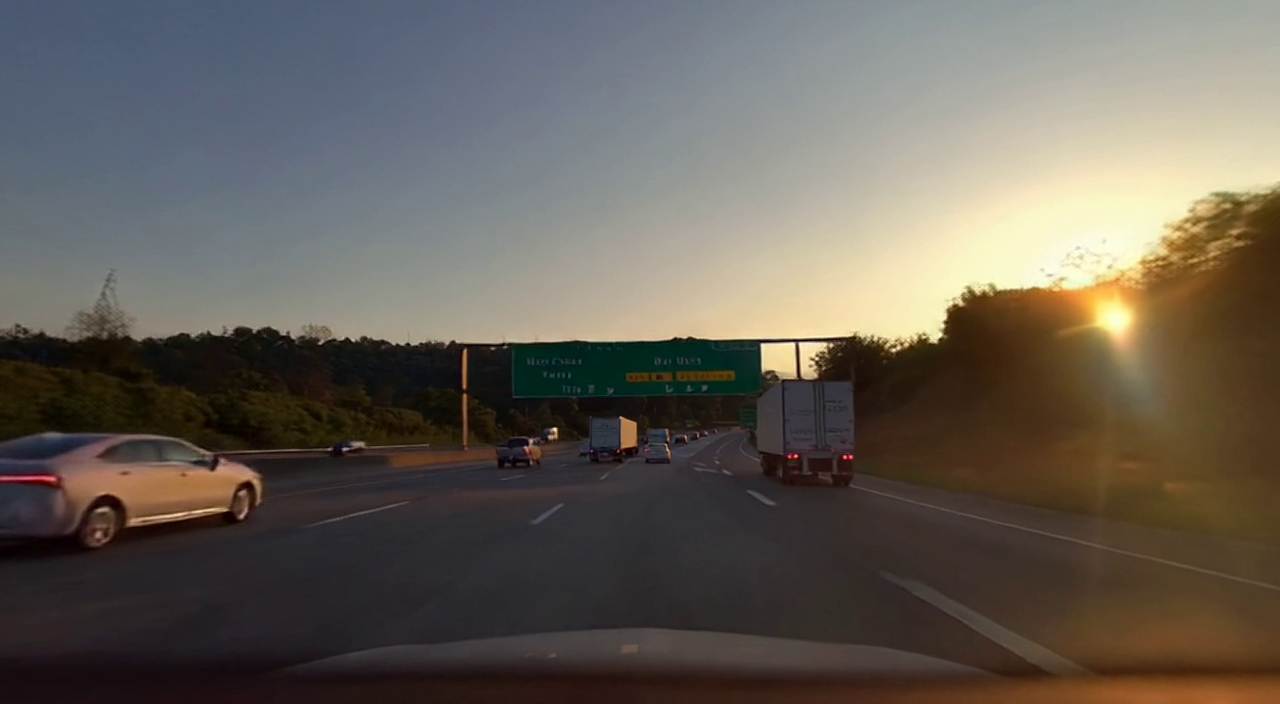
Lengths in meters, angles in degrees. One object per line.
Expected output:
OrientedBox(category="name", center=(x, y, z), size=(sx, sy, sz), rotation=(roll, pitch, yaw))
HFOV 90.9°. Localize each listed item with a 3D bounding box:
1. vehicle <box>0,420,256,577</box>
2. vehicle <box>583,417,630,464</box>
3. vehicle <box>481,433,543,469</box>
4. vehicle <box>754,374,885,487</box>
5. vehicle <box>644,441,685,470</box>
OrientedBox(category="vehicle", center=(-7.075, 1.632, 7.572), size=(1.950, 1.485, 4.589), rotation=(0, -9, 1))
OrientedBox(category="vehicle", center=(-2.304, 6.494, 46.171), size=(2.745, 3.156, 7.608), rotation=(0, -9, 3))
OrientedBox(category="vehicle", center=(-7.010, 5.508, 35.193), size=(2.272, 1.850, 5.156), rotation=(0, -9, 2))
OrientedBox(category="vehicle", center=(6.261, 2.997, 23.461), size=(2.895, 3.484, 7.631), rotation=(0, -9, 3))
OrientedBox(category="vehicle", center=(1.270, 5.638, 34.550), size=(2.105, 1.502, 4.068), rotation=(0, -9, 1))
